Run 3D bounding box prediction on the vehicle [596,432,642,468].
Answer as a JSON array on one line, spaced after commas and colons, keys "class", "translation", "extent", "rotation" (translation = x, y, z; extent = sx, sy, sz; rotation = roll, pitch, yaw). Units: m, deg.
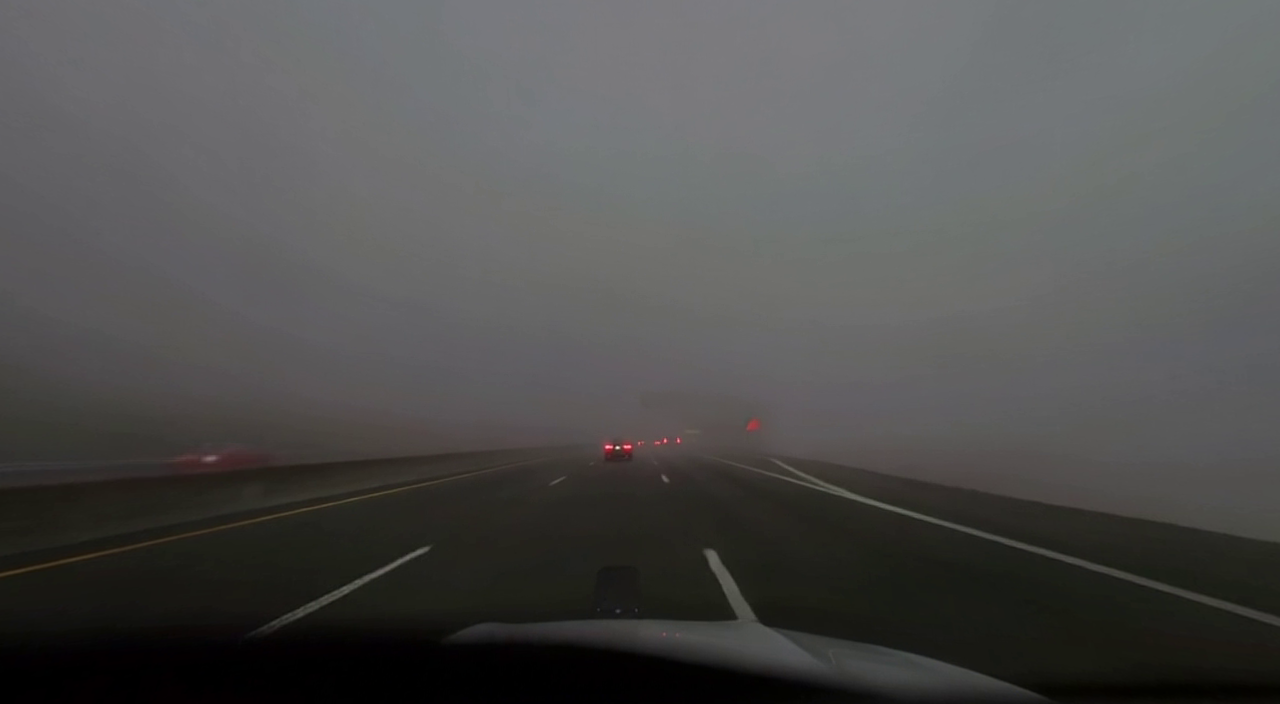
[{"class": "vehicle", "translation": [-0.938, 4.663, 30.129], "extent": [2.039, 1.589, 4.324], "rotation": [0, -8, 0]}]
